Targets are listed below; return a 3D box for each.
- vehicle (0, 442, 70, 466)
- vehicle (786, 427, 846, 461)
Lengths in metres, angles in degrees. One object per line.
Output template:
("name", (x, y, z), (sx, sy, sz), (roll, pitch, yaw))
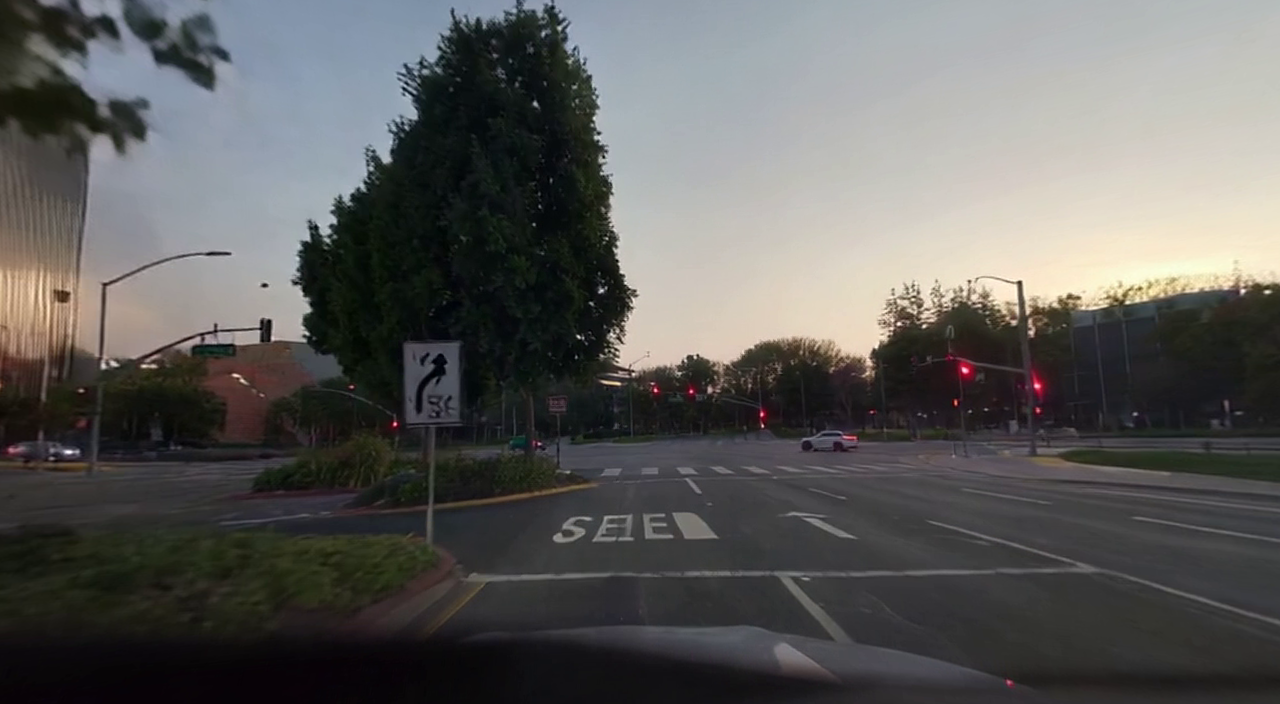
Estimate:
("vehicle", (-45.380, 7.510, 46.661), (4.412, 1.730, 2.068), (0, -9, 1))
("vehicle", (10.418, 5.492, 37.798), (2.156, 1.881, 4.743), (0, -9, -1))
